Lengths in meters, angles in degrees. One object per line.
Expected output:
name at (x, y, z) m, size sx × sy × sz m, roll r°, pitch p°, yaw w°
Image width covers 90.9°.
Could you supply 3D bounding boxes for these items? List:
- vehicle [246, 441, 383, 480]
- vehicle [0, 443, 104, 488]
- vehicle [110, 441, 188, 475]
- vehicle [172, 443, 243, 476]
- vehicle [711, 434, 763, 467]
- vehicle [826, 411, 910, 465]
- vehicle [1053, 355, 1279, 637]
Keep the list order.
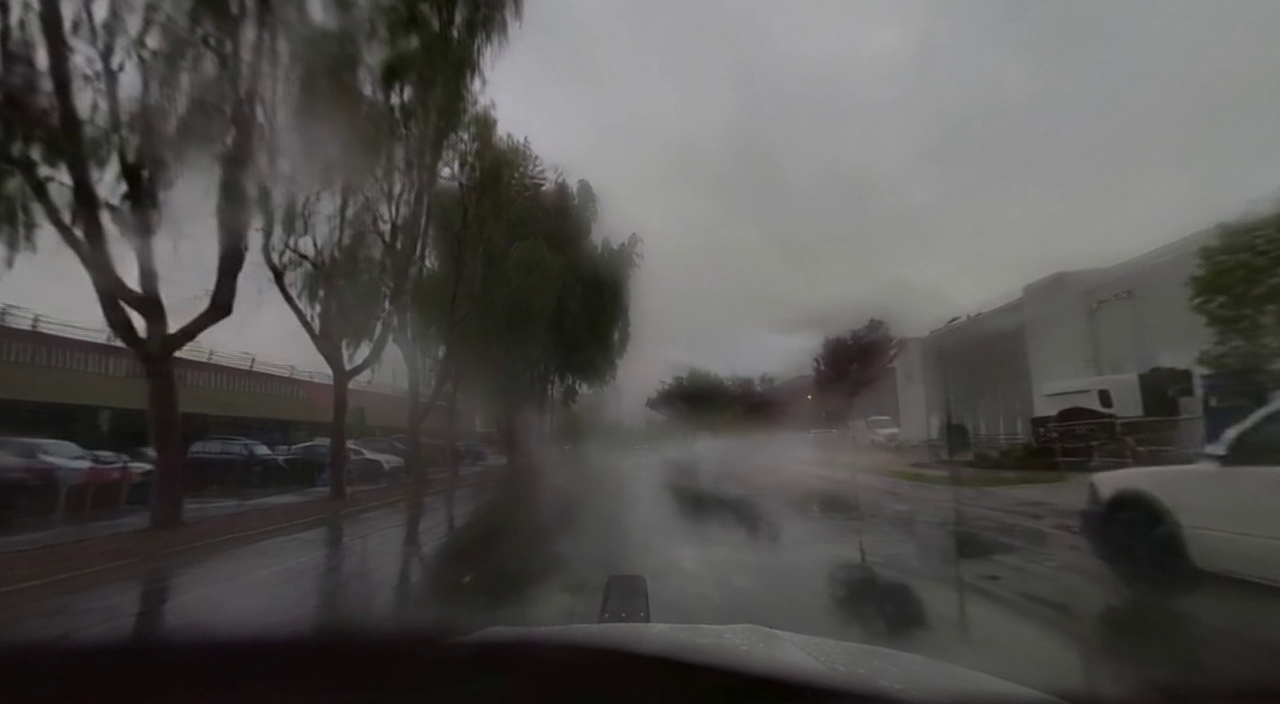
vehicle at (-14.609, 4.905, 28.572) m, size 4.954 × 1.614 × 2.227 m, roll 0°, pitch -9°, yaw -4°
vehicle at (-24.659, 4.472, 24.985) m, size 2.032 × 1.686 × 4.652 m, roll -3°, pitch -9°, yaw 19°
vehicle at (-27.408, 5.891, 35.364) m, size 2.026 × 1.723 × 4.322 m, roll 3°, pitch -8°, yaw -19°
vehicle at (-24.631, 6.092, 36.081) m, size 2.026 × 1.723 × 4.633 m, roll 4°, pitch -9°, yaw -18°
vehicle at (6.041, 6.227, 39.897) m, size 2.338 × 1.942 × 5.267 m, roll 0°, pitch -9°, yaw -1°
vehicle at (13.193, 5.089, 36.965) m, size 2.935 × 2.889 × 5.499 m, roll -1°, pitch -9°, yaw 2°
vehicle at (5.958, 0.957, 3.968) m, size 2.356 × 2.076 × 6.287 m, roll 0°, pitch -9°, yaw -1°
